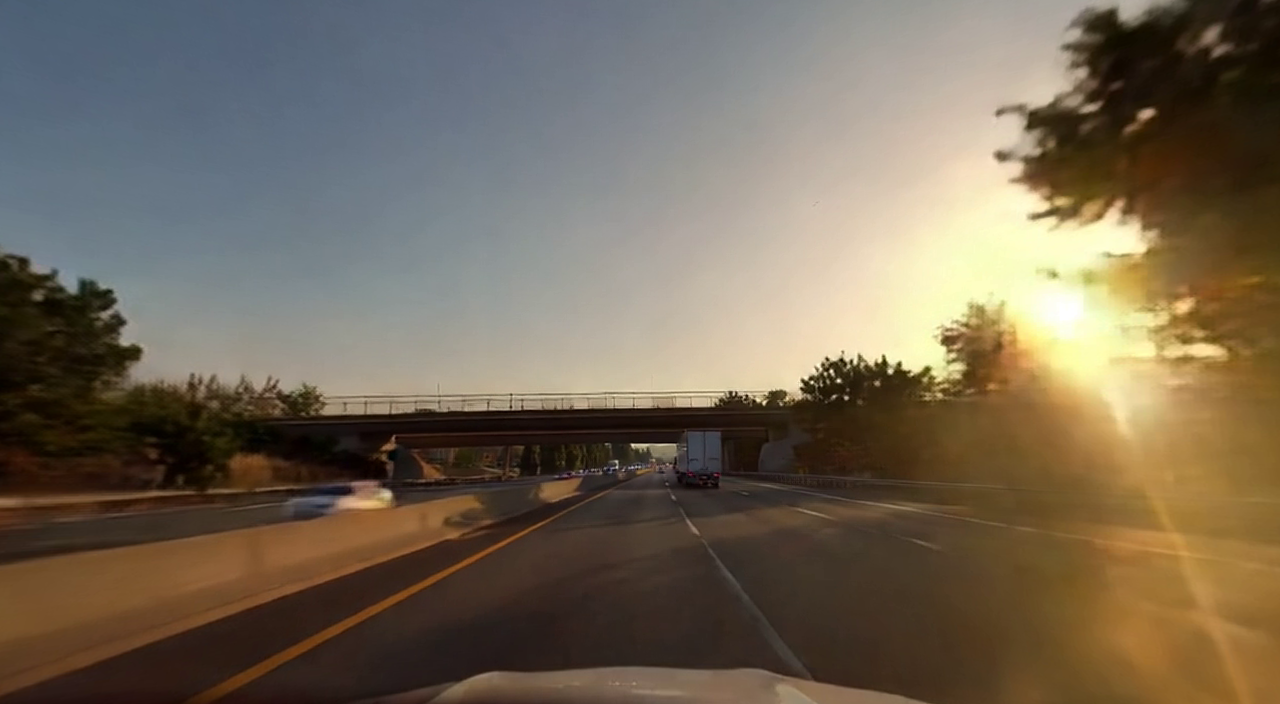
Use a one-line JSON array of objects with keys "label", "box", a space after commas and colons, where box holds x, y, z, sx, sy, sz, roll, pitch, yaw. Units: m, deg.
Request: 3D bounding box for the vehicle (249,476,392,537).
[{"label": "vehicle", "box": [-9.167, 4.435, 18.573, 1.883, 1.455, 4.271, 1, -10, 1]}]

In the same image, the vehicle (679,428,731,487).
[{"label": "vehicle", "box": [4.903, 8.400, 49.658, 3.054, 4.005, 11.895, 0, -10, 1]}]
